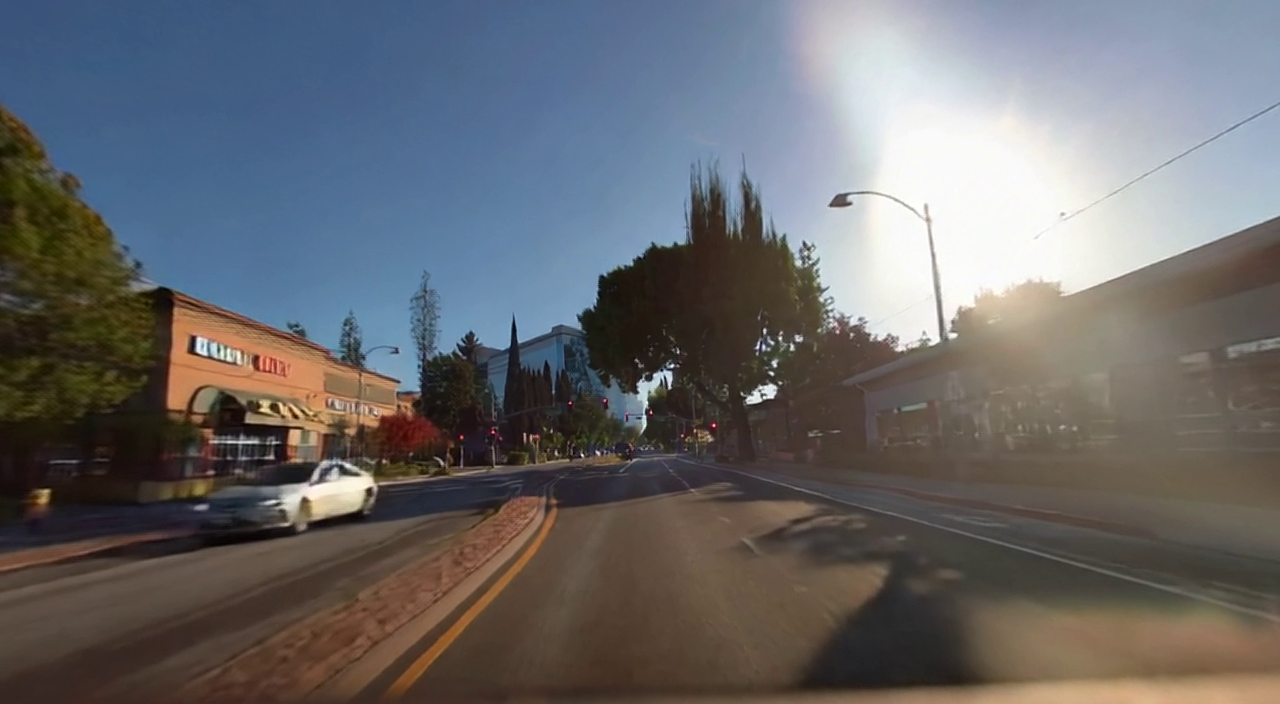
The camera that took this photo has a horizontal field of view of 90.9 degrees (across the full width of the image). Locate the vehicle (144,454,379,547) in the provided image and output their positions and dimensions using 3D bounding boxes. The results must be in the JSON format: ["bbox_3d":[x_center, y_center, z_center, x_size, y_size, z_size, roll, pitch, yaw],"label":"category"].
[{"bbox_3d":[-7.286,2.861,12.843,1.954,1.451,4.536,-1,-8,0],"label":"vehicle"}]
